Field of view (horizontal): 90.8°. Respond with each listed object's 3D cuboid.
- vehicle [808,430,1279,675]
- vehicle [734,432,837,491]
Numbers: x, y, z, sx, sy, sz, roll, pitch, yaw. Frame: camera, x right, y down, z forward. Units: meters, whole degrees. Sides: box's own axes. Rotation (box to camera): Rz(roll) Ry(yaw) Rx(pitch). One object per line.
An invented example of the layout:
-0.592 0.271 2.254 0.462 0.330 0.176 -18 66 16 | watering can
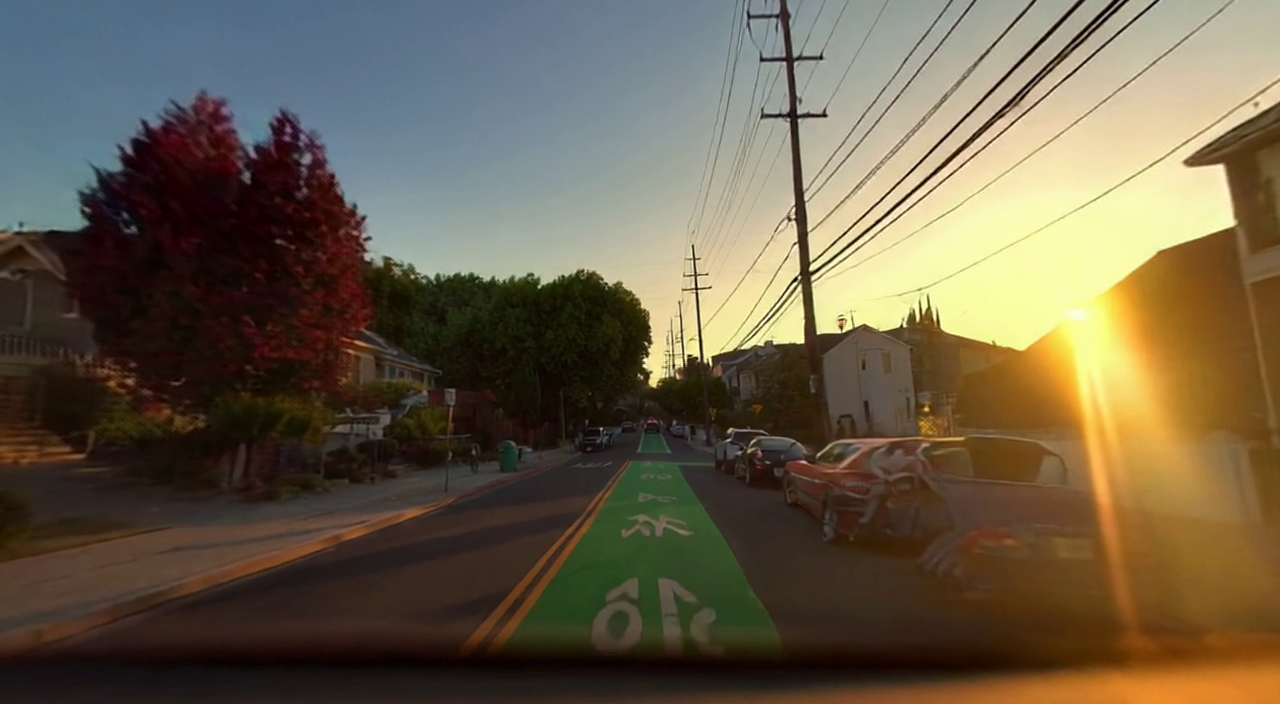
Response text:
3.370 1.594 6.240 2.235 1.500 4.496 0 -9 1 | vehicle
4.089 3.163 18.516 1.981 1.512 4.144 0 -9 -1 | vehicle
